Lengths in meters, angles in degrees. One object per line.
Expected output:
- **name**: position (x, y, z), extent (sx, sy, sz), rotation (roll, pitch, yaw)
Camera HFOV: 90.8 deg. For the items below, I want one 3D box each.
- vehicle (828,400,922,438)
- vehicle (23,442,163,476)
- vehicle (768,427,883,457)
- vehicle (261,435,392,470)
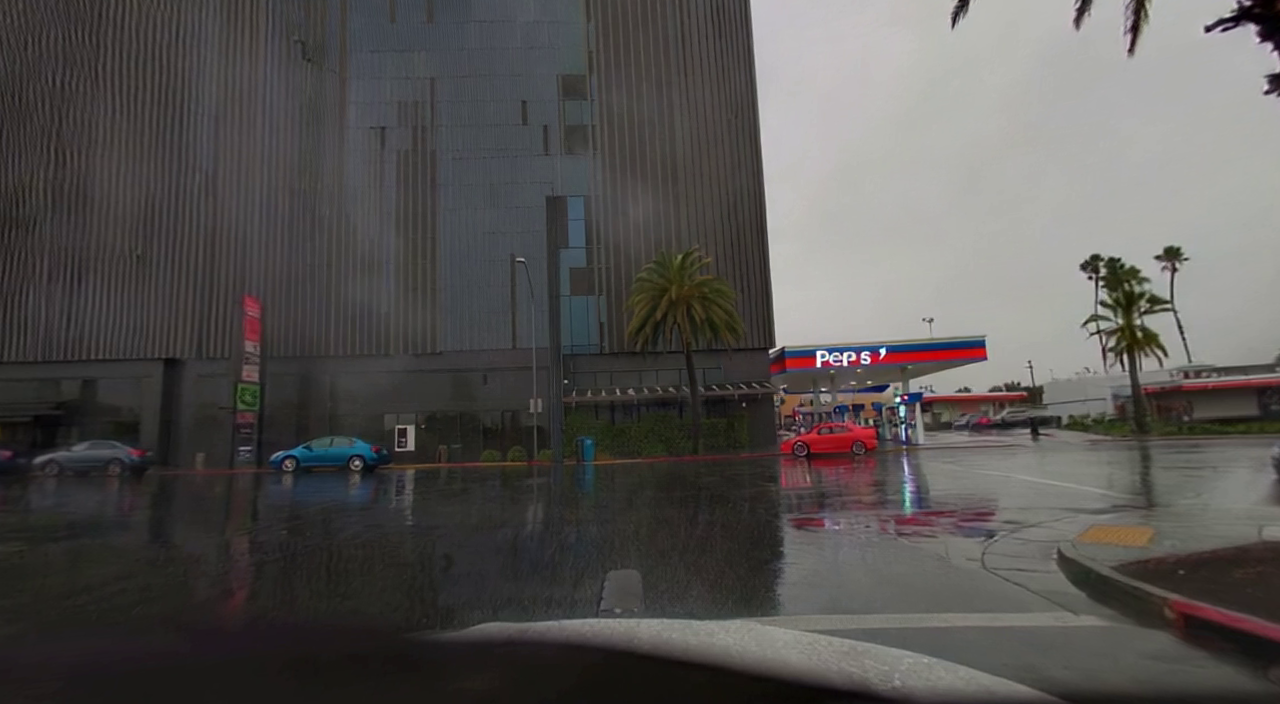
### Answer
- **vehicle**: position (16.069, 4.646, 43.438), extent (5.524, 2.504, 2.196), rotation (0, -9, -2)
- **vehicle**: position (-23.628, 4.623, 27.410), extent (4.321, 1.430, 1.775), rotation (0, -9, -2)
- **vehicle**: position (8.622, 4.232, 29.611), extent (4.782, 1.371, 1.763), rotation (1, -9, -6)
- **vehicle**: position (-13.945, 4.496, 28.272), extent (4.857, 1.497, 1.811), rotation (0, -9, 2)
